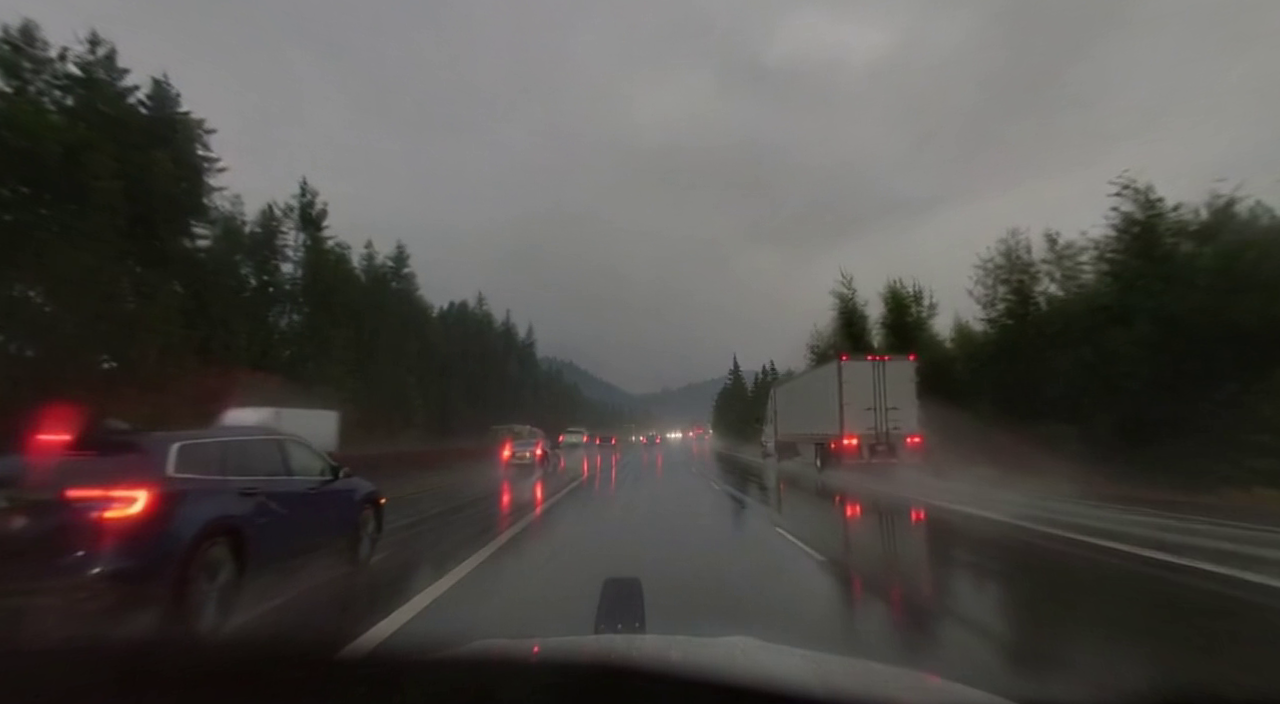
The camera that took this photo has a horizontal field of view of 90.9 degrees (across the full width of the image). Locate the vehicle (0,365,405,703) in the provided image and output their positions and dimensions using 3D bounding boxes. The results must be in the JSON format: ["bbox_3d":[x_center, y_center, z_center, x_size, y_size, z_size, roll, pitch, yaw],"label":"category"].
[{"bbox_3d":[-3.576,1.135,4.510,2.137,1.618,4.209,0,-8,0],"label":"vehicle"}]

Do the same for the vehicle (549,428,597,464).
[{"bbox_3d":[-3.515,4.998,33.727,2.064,1.826,4.263,0,-8,1],"label":"vehicle"}]

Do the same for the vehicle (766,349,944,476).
[{"bbox_3d":[8.326,2.883,27.400,2.866,4.100,14.057,0,-8,0],"label":"vehicle"}]

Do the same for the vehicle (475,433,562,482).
[{"bbox_3d":[-3.951,3.477,21.198,2.013,1.460,4.027,0,-8,1],"label":"vehicle"}]

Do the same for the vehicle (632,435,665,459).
[{"bbox_3d":[0.544,6.086,40.609,2.004,1.465,3.842,0,-8,0],"label":"vehicle"}]
